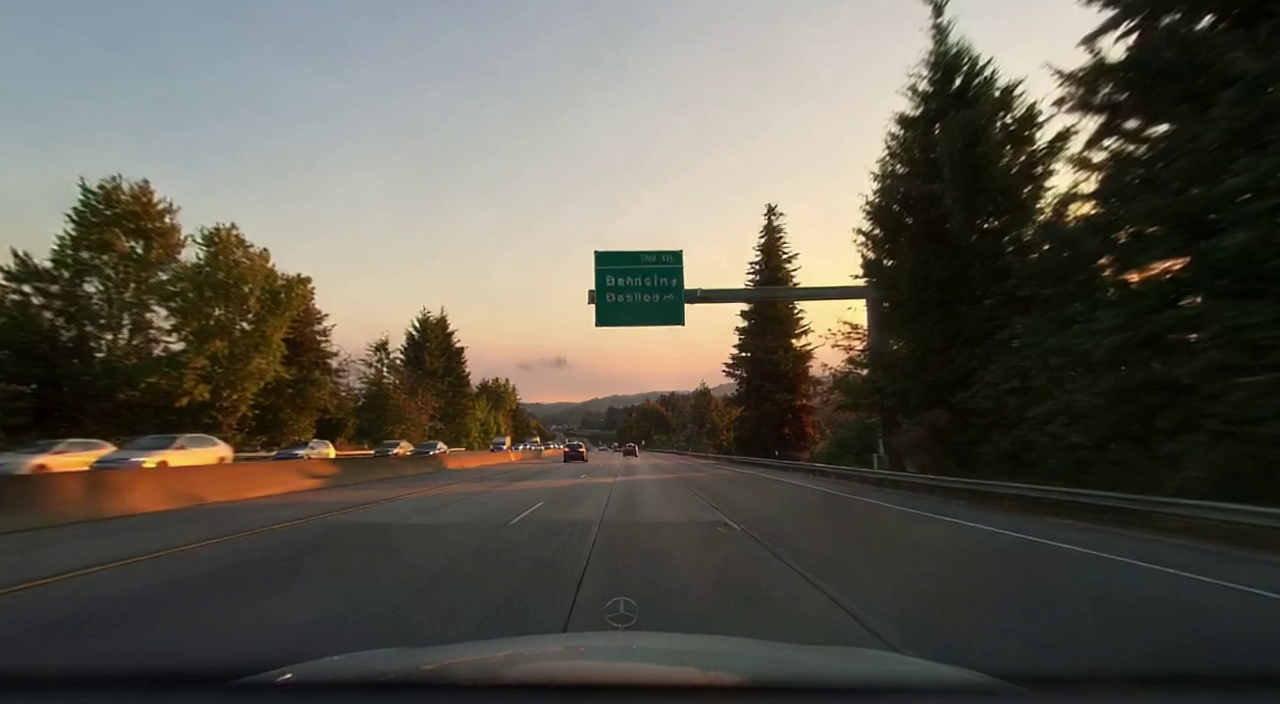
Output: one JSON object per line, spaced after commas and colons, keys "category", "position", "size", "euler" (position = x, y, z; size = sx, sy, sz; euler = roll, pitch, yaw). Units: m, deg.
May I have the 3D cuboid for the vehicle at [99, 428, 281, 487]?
{"category": "vehicle", "position": [-13.098, 3.126, 18.738], "size": [1.951, 1.520, 4.759], "euler": [0, -9, 0]}

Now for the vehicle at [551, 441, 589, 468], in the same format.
{"category": "vehicle", "position": [-4.542, 6.744, 41.428], "size": [2.098, 1.692, 4.038], "euler": [0, -9, -1]}

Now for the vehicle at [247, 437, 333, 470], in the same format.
{"category": "vehicle", "position": [-17.484, 5.080, 31.561], "size": [2.077, 1.531, 4.043], "euler": [0, -9, -1]}

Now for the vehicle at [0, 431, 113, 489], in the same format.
{"category": "vehicle", "position": [-17.616, 2.996, 17.460], "size": [1.946, 1.479, 4.538], "euler": [0, -9, -1]}

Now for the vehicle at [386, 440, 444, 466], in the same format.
{"category": "vehicle", "position": [-13.361, 6.035, 37.487], "size": [1.962, 1.459, 4.239], "euler": [0, -9, -1]}
